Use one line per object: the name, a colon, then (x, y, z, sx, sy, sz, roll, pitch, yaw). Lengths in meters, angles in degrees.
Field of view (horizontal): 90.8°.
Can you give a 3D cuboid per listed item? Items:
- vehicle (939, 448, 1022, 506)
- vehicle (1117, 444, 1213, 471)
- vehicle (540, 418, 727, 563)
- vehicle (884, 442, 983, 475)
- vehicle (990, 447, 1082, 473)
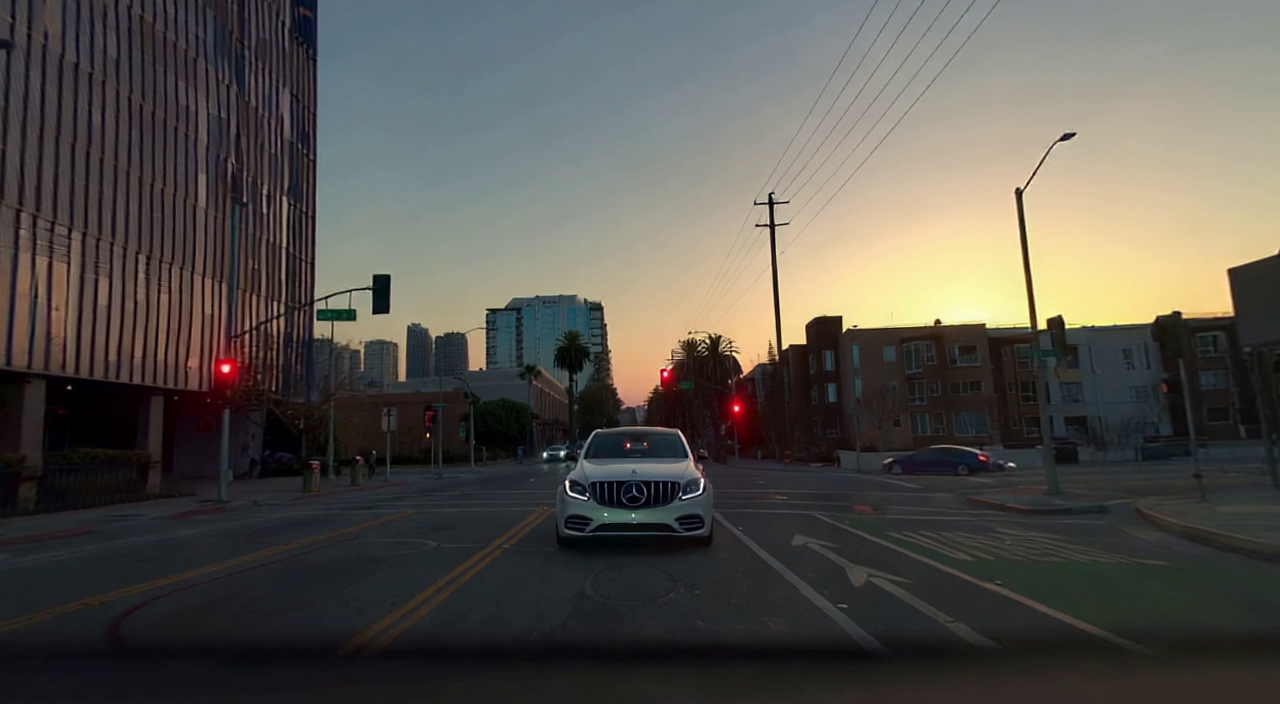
vehicle: (10.942, 3.878, 20.188, 2.004, 1.593, 4.118, -5, -10, 30)
vehicle: (32.148, 6.462, 38.771, 4.234, 1.613, 1.812, 0, -8, -1)
vehicle: (-0.082, 1.873, 9.220, 2.144, 1.643, 3.770, 0, -8, 0)
vehicle: (16.160, 5.879, 34.988, 4.494, 1.704, 1.976, -1, -9, 7)
vehicle: (24.220, 6.603, 38.693, 4.417, 1.462, 1.761, 0, -8, -1)
